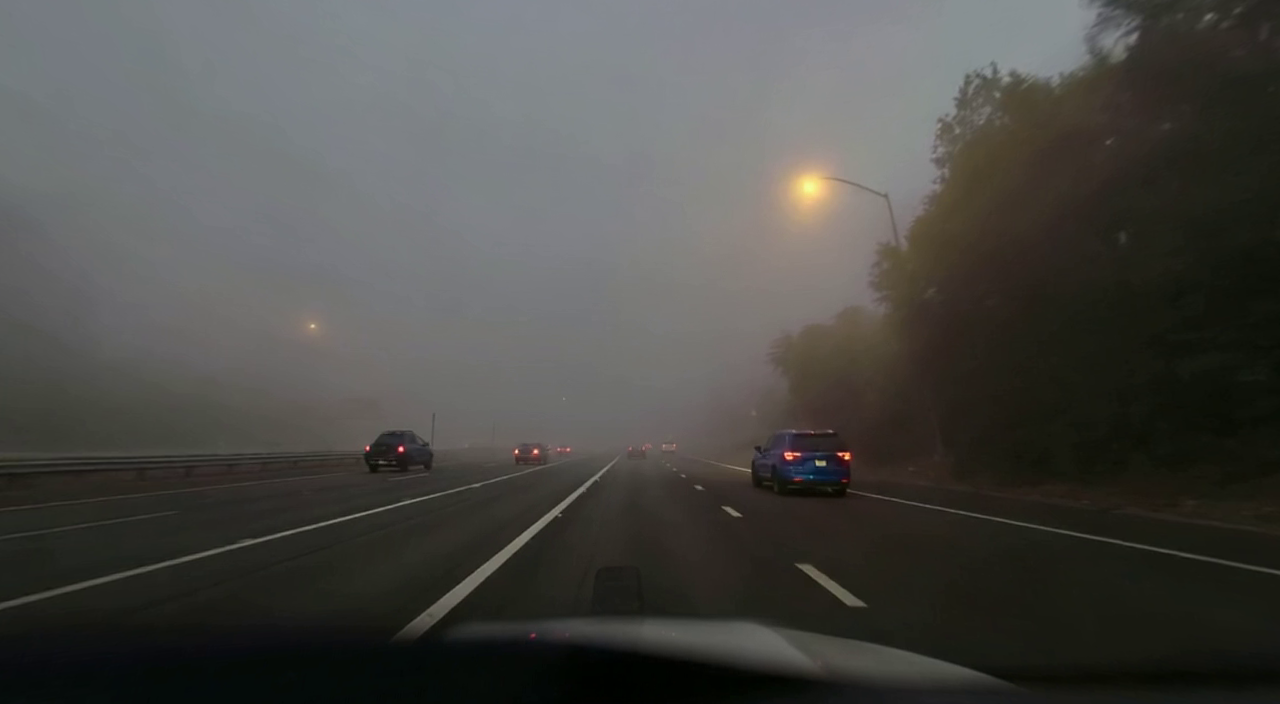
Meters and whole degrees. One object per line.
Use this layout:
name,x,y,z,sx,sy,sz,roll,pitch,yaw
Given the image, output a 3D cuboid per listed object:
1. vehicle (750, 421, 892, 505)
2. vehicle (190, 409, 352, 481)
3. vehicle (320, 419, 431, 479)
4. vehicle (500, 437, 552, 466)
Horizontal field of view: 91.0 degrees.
vehicle,4.517,2.872,16.672,2.184,1.892,4.763,0,-9,-2
vehicle,-14.585,3.770,25.565,2.647,2.508,6.337,0,-8,1
vehicle,-10.837,4.052,26.394,2.261,2.230,5.435,0,-8,0
vehicle,-7.416,6.517,41.524,2.503,1.775,4.763,0,-9,0
